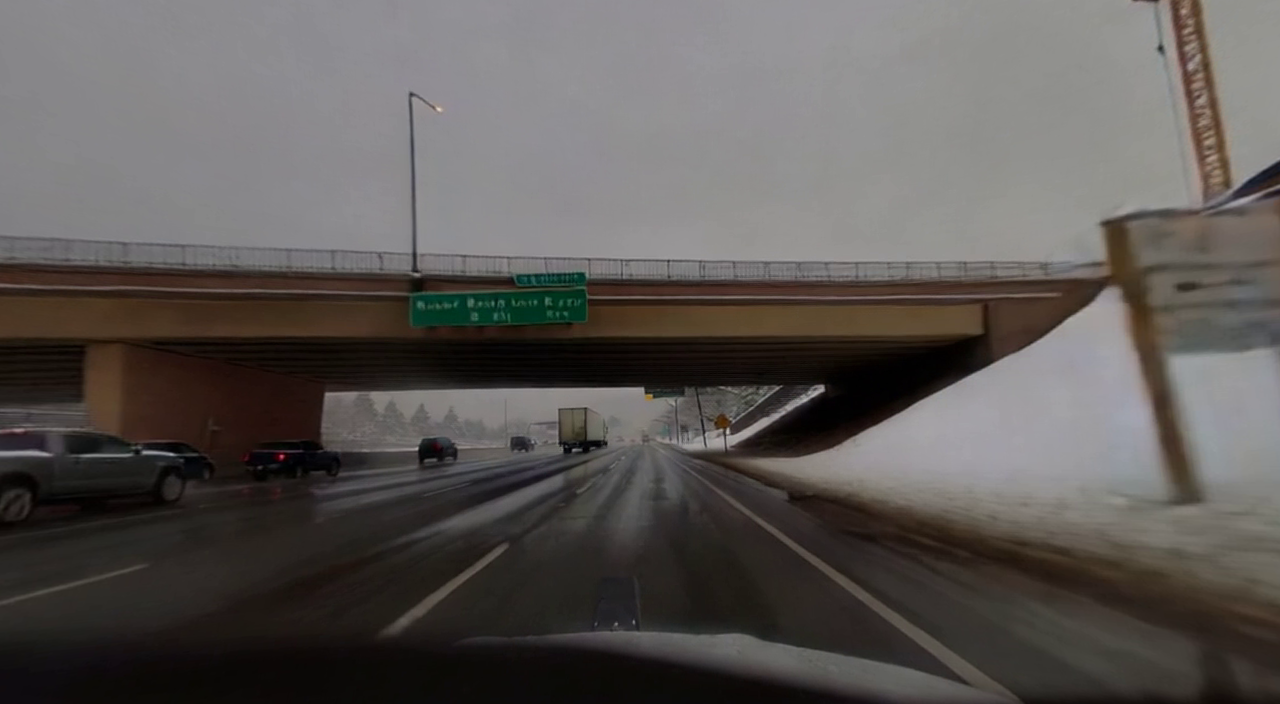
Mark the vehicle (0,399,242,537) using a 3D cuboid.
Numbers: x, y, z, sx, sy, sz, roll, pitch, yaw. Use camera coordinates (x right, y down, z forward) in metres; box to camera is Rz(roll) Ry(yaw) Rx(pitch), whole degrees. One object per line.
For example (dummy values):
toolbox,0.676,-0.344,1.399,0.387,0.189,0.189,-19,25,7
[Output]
vehicle,-10.795,2.104,11.933,2.394,2.056,6.251,-1,-8,1
